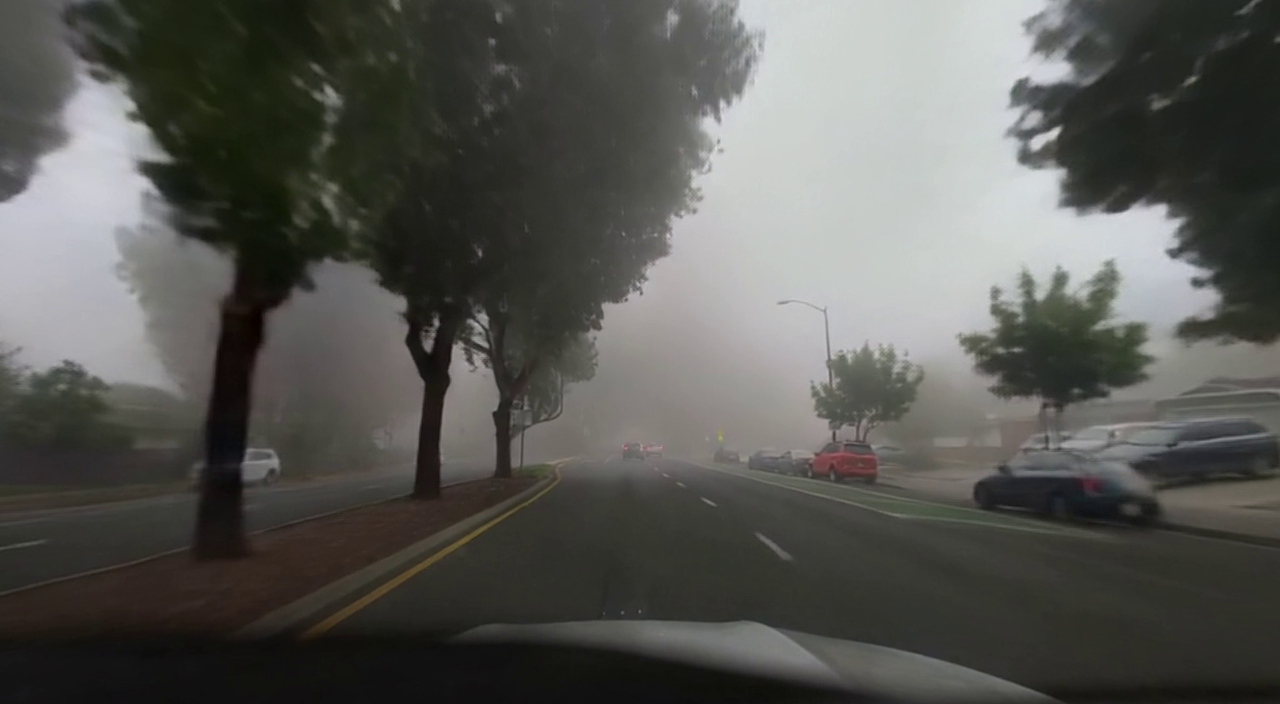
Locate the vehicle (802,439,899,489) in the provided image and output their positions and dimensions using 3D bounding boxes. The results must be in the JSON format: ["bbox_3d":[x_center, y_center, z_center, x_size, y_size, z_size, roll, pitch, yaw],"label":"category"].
[{"bbox_3d":[8.460,4.551,26.002,2.100,1.821,4.991,0,-9,-2],"label":"vehicle"}]

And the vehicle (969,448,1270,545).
[{"bbox_3d":[9.032,2.704,12.685,2.009,1.493,4.983,0,-9,-2],"label":"vehicle"}]

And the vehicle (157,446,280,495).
[{"bbox_3d":[-18.151,5.068,27.623,2.016,1.755,5.389,-3,-8,-4],"label":"vehicle"}]
